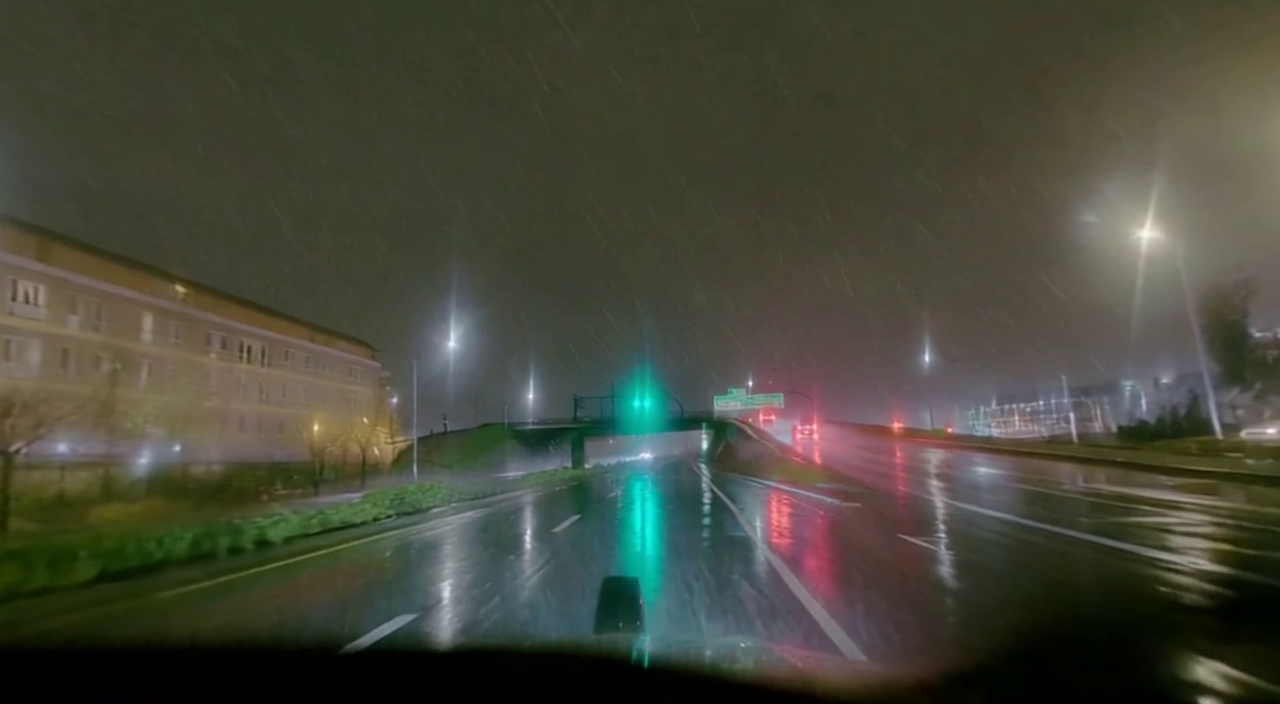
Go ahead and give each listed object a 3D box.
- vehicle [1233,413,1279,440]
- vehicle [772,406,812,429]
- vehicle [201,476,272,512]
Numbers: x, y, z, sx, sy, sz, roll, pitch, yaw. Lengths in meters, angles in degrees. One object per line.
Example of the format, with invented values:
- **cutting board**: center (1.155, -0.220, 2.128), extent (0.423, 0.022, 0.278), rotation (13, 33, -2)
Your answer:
- **vehicle**: center (43.162, 5.070, 42.823), extent (1.744, 1.705, 4.514), rotation (-1, -8, 4)
- **vehicle**: center (11.082, 4.863, 46.370), extent (2.048, 1.516, 3.874), rotation (0, -8, 1)
- **vehicle**: center (-21.220, 7.450, 33.417), extent (2.105, 1.469, 4.514), rotation (3, -9, -19)
